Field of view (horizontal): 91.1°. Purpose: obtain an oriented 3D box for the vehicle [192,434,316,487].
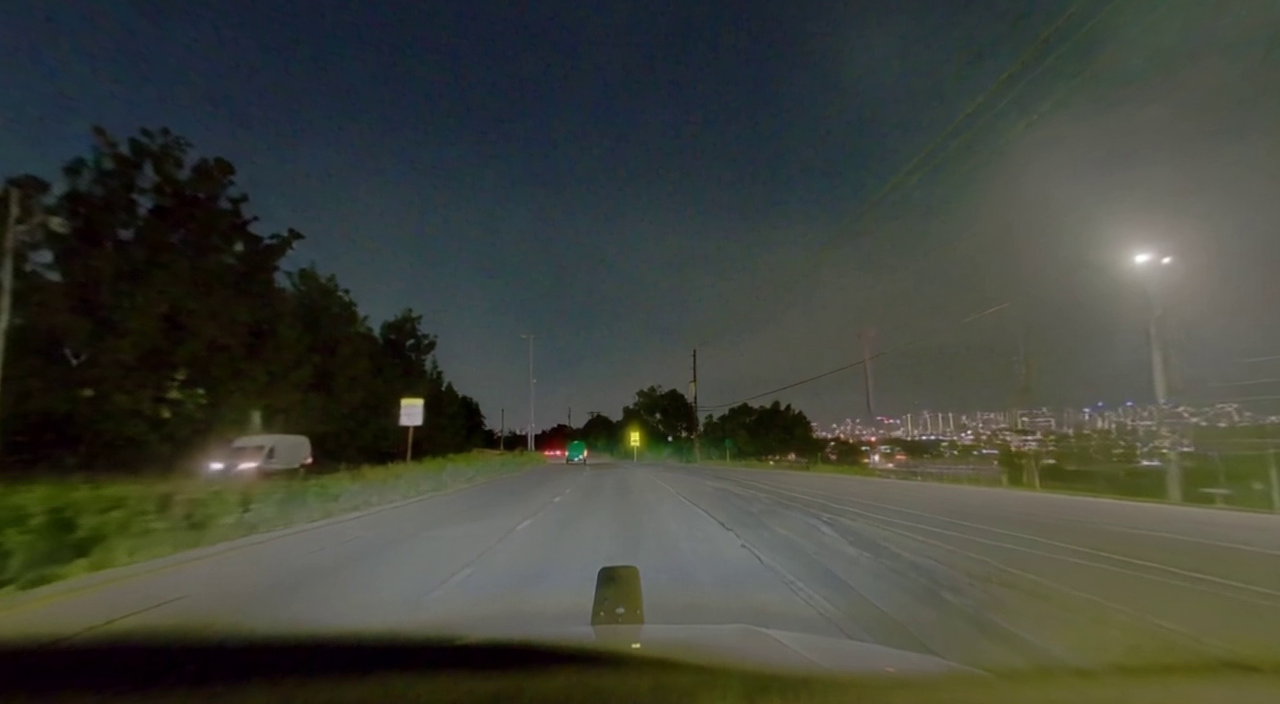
[{"bbox_3d":[-14.680,4.137,24.265,2.084,1.806,4.332,0,-9,-2],"label":"vehicle"}]
